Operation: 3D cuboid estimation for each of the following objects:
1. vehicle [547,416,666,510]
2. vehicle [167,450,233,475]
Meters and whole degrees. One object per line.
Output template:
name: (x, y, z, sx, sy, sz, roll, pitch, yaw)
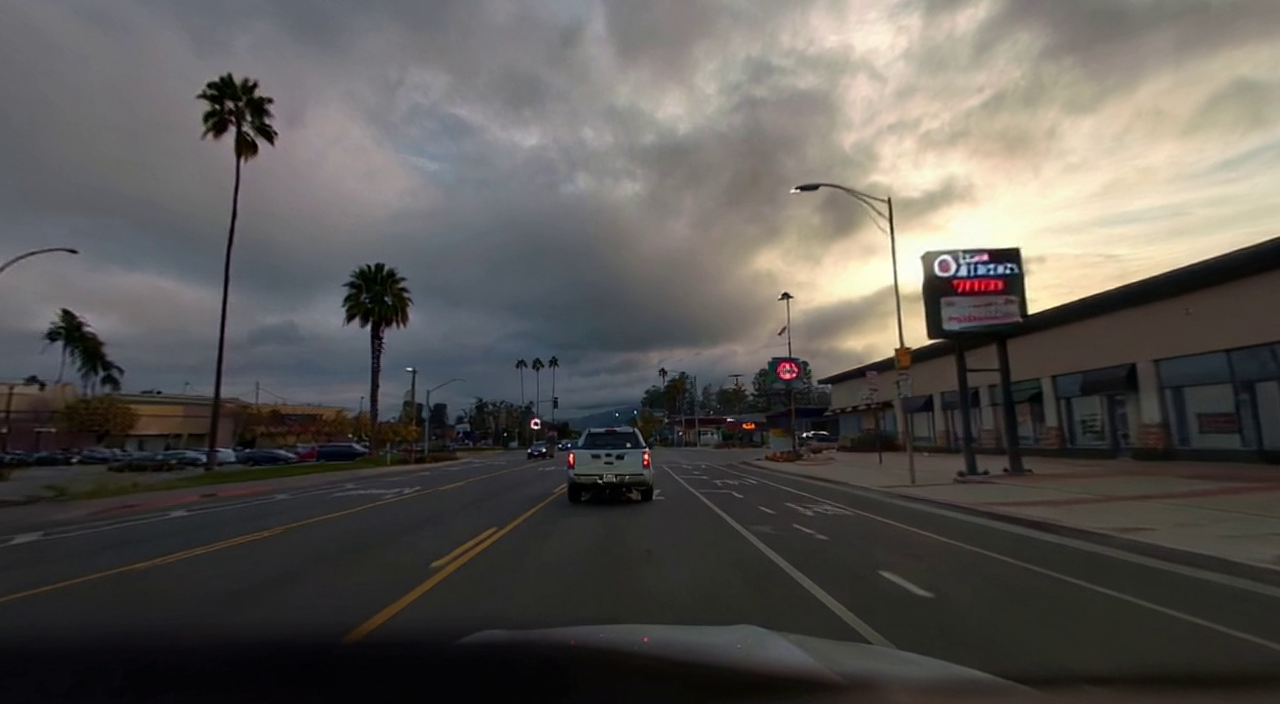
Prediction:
vehicle: (-0.663, 2.411, 14.036, 2.239, 1.763, 4.096, 0, -9, -1)
vehicle: (-29.578, 7.399, 42.471, 2.172, 1.504, 4.669, 3, -9, -17)
